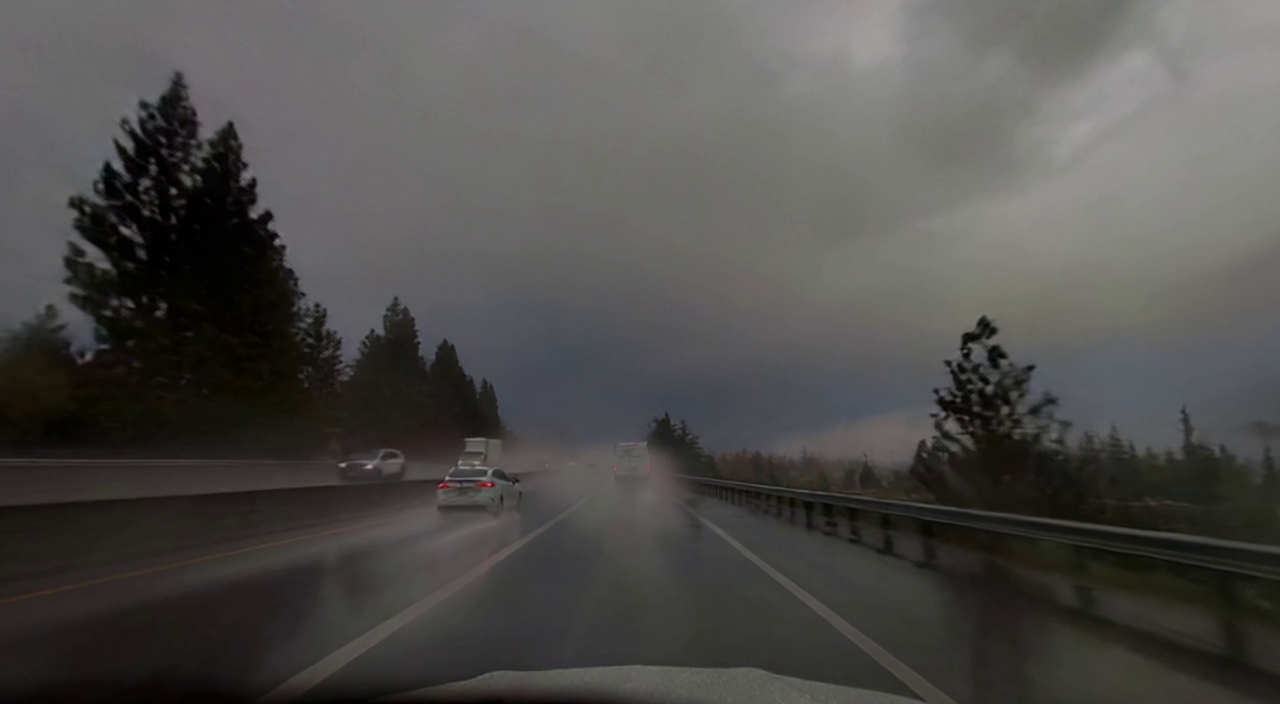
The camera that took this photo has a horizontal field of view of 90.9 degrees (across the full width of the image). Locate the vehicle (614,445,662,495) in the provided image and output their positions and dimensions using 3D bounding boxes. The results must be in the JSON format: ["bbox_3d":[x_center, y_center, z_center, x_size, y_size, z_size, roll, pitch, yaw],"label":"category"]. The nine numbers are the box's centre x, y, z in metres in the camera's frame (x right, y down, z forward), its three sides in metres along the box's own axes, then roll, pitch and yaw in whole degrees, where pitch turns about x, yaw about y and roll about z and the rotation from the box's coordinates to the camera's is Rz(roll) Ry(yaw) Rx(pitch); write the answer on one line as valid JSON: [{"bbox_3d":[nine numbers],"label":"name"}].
[{"bbox_3d":[-0.164,6.687,35.843,2.482,2.549,5.447,1,-11,-1],"label":"vehicle"}]

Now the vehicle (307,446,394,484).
[{"bbox_3d":[-13.616,5.375,29.974,1.982,1.609,4.537,1,-11,-1],"label":"vehicle"}]

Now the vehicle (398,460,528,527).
[{"bbox_3d":[-4.511,3.704,16.933,2.128,1.491,4.508,1,-11,1],"label":"vehicle"}]
